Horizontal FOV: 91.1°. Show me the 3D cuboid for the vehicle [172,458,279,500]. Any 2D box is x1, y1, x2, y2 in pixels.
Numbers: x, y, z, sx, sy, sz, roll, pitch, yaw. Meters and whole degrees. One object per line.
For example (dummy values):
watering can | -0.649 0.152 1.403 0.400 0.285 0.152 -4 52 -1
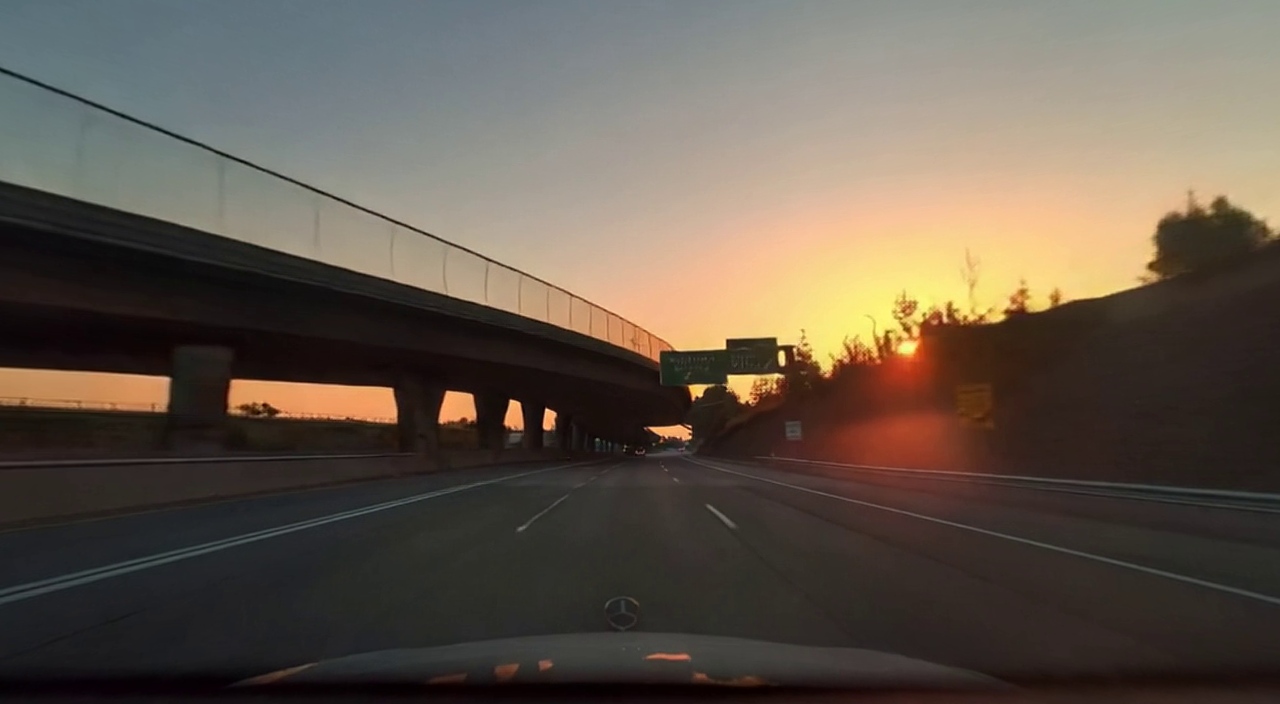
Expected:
vehicle | -16.243 4.966 24.868 1.733 1.438 3.647 0 -9 0
